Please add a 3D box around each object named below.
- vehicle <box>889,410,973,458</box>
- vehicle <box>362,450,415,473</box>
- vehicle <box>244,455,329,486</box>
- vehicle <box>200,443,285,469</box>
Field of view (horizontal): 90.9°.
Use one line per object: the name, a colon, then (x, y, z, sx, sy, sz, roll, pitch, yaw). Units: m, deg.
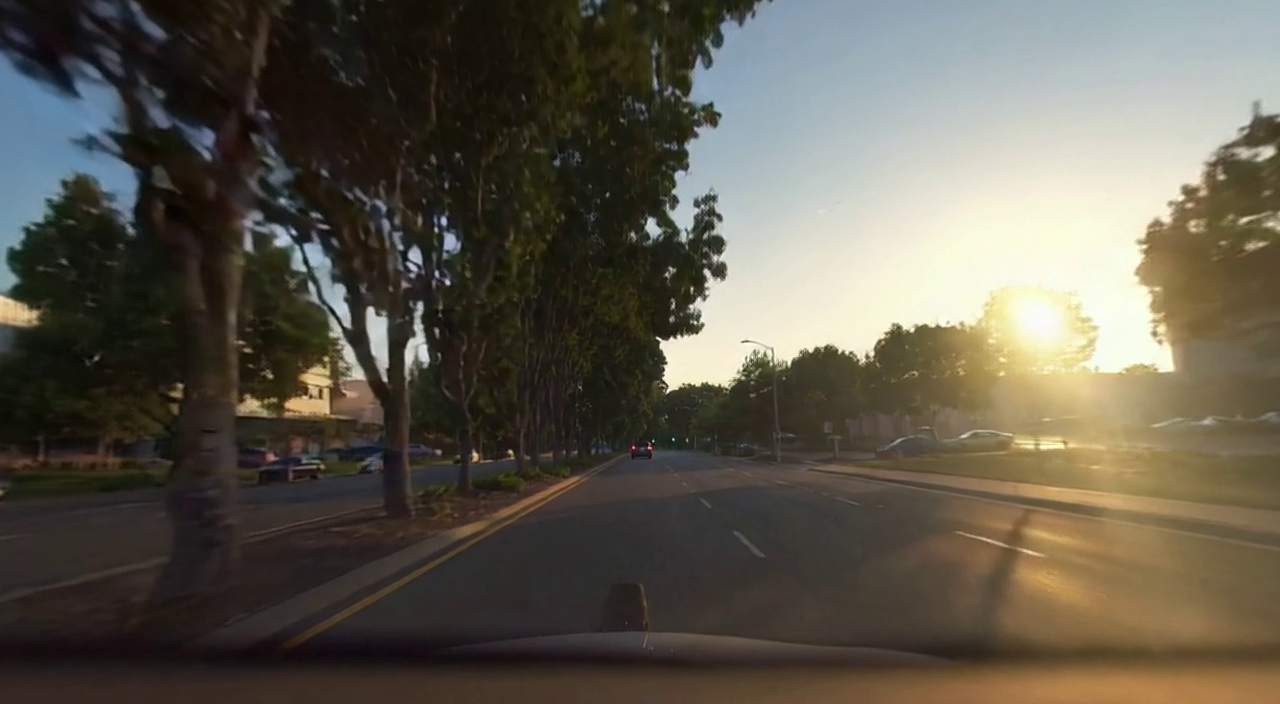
vehicle: (22.127, 6.351, 48.416, 3.006, 3.375, 6.598, 0, -8, -2)
vehicle: (-18.799, 8.171, 47.362, 1.814, 1.577, 5.024, 0, -8, 1)
vehicle: (-18.725, 6.283, 33.671, 1.806, 1.454, 4.599, 0, -8, 1)
vehicle: (-26.339, 6.917, 41.889, 4.314, 1.680, 1.822, 1, -8, -3)
